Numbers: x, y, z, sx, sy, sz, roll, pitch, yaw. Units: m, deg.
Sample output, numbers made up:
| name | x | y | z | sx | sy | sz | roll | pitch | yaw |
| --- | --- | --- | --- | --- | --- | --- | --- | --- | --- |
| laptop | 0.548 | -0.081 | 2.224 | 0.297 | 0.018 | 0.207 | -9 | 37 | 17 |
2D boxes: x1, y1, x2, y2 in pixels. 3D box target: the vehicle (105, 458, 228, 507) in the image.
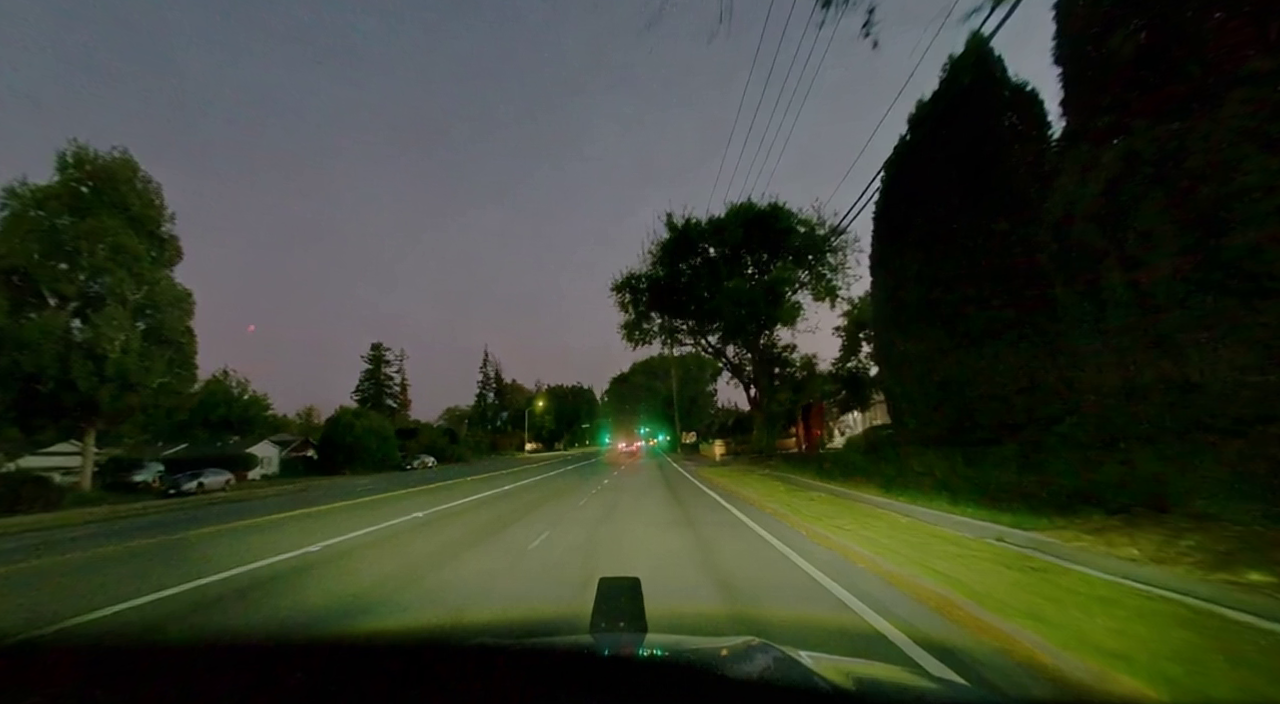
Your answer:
| name | x | y | z | sx | sy | sz | roll | pitch | yaw |
| --- | --- | --- | --- | --- | --- | --- | --- | --- | --- |
| vehicle | -20.607 | 5.663 | 27.723 | 1.893 | 1.823 | 4.450 | 0 | -8 | 0 |
